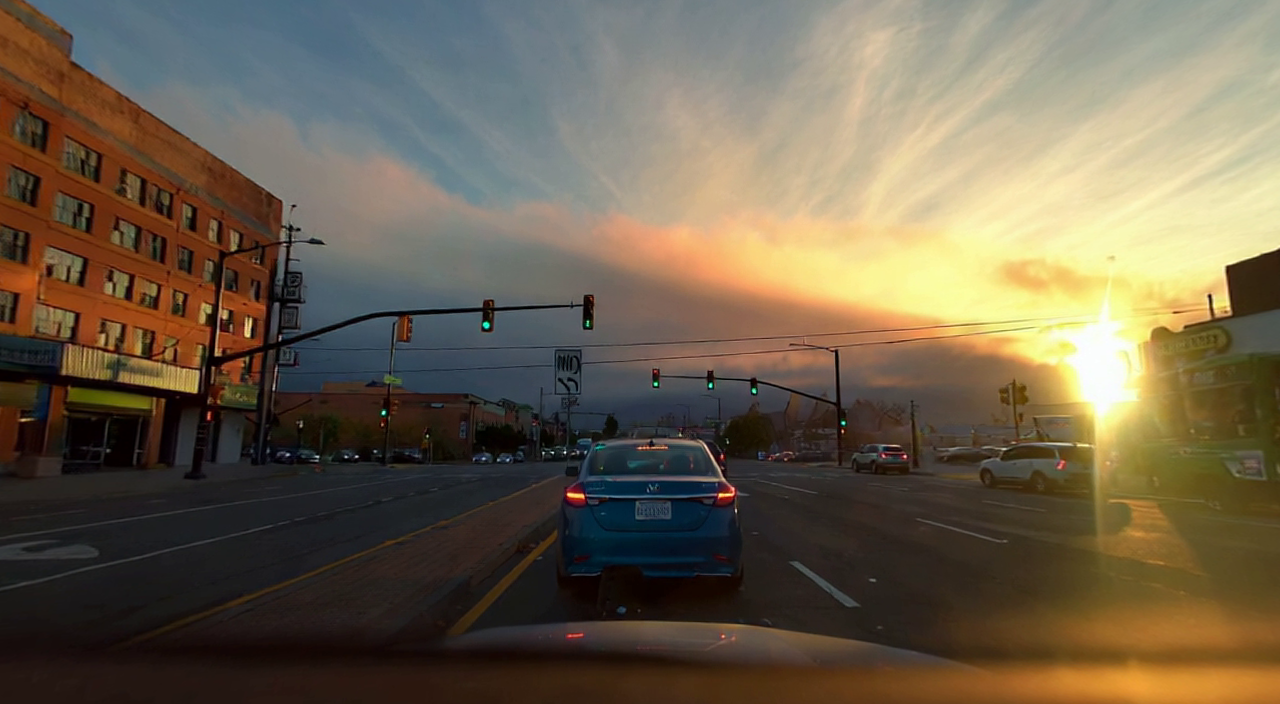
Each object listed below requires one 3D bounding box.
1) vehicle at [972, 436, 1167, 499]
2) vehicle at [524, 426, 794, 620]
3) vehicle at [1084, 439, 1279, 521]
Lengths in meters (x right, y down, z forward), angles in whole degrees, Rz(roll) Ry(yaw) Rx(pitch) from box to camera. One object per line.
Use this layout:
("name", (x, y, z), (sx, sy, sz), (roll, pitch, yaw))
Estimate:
("vehicle", (14.075, 3.814, 21.351), (2.309, 1.819, 5.793), (1, -9, -3))
("vehicle", (0.134, 1.638, 7.036), (2.067, 1.471, 4.241), (0, -9, 0))
("vehicle", (14.193, 3.101, 15.961), (2.235, 1.721, 5.230), (0, -9, 1))
